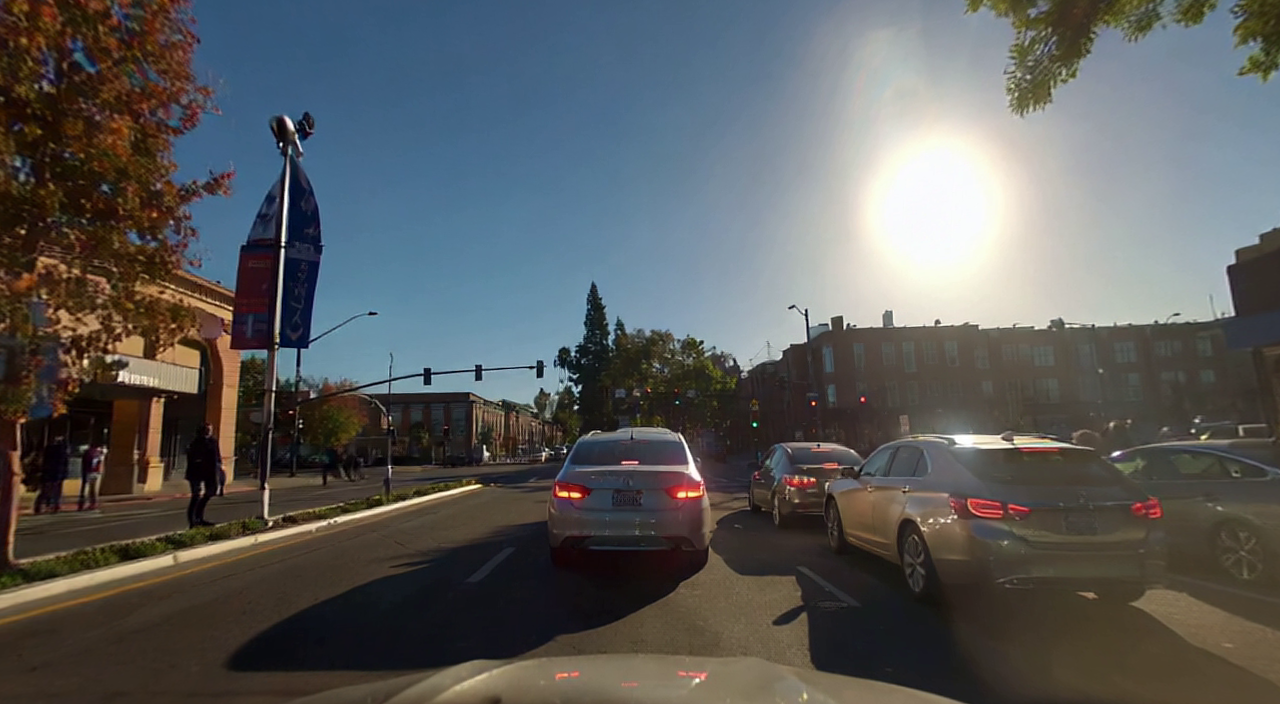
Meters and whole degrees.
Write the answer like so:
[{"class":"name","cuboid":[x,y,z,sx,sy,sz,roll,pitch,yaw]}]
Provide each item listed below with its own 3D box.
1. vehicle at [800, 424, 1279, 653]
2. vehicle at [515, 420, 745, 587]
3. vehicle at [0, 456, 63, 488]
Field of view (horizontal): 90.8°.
[{"class":"vehicle","cuboid":[3.215,1.550,6.427,1.912,1.454,4.537,0,-9,-1]},{"class":"vehicle","cuboid":[-0.132,1.701,7.912,2.118,1.512,4.013,0,-9,-1]},{"class":"vehicle","cuboid":[-31.727,5.994,31.559,1.913,1.531,4.000,-9,-12,43]}]
